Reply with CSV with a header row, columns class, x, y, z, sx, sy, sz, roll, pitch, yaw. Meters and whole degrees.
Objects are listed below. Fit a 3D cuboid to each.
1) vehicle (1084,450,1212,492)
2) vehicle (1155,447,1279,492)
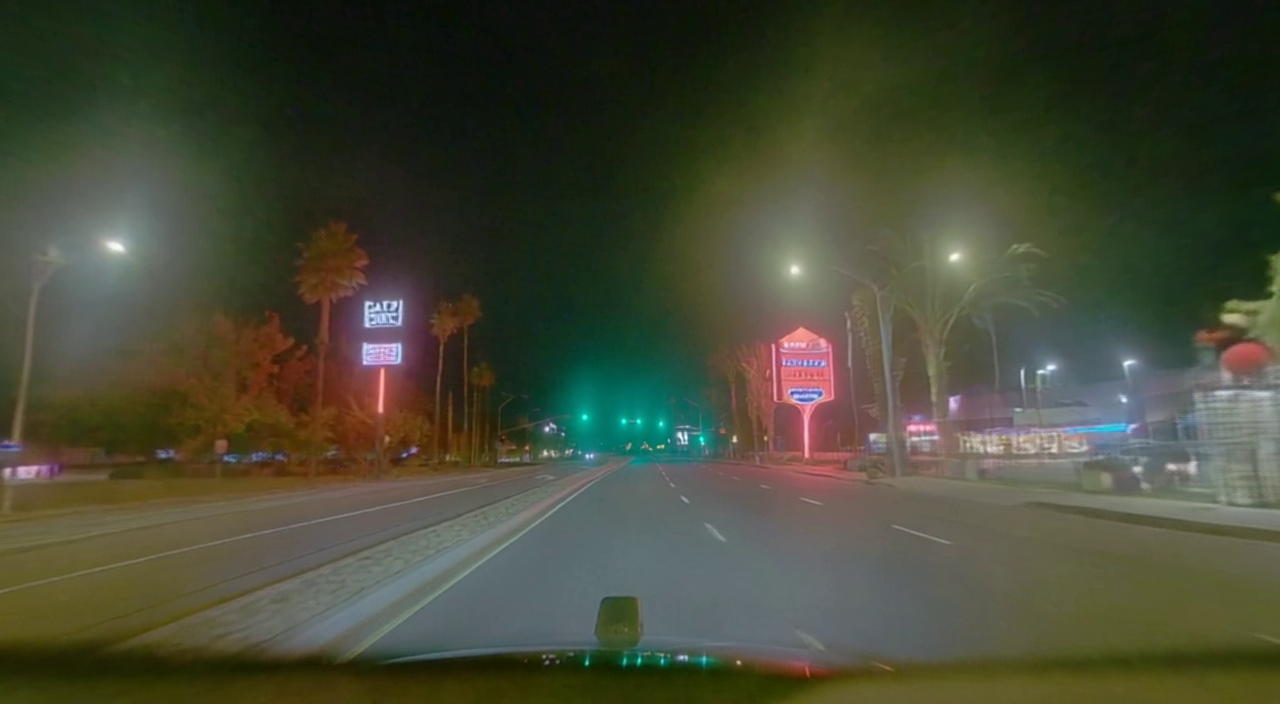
class,x,y,z,sx,sy,sz,roll,pitch,yaw
vehicle,22.437,5.231,28.178,1.996,1.683,4.379,0,-9,-1
vehicle,25.563,5.044,27.601,2.053,1.784,4.672,0,-8,-1
